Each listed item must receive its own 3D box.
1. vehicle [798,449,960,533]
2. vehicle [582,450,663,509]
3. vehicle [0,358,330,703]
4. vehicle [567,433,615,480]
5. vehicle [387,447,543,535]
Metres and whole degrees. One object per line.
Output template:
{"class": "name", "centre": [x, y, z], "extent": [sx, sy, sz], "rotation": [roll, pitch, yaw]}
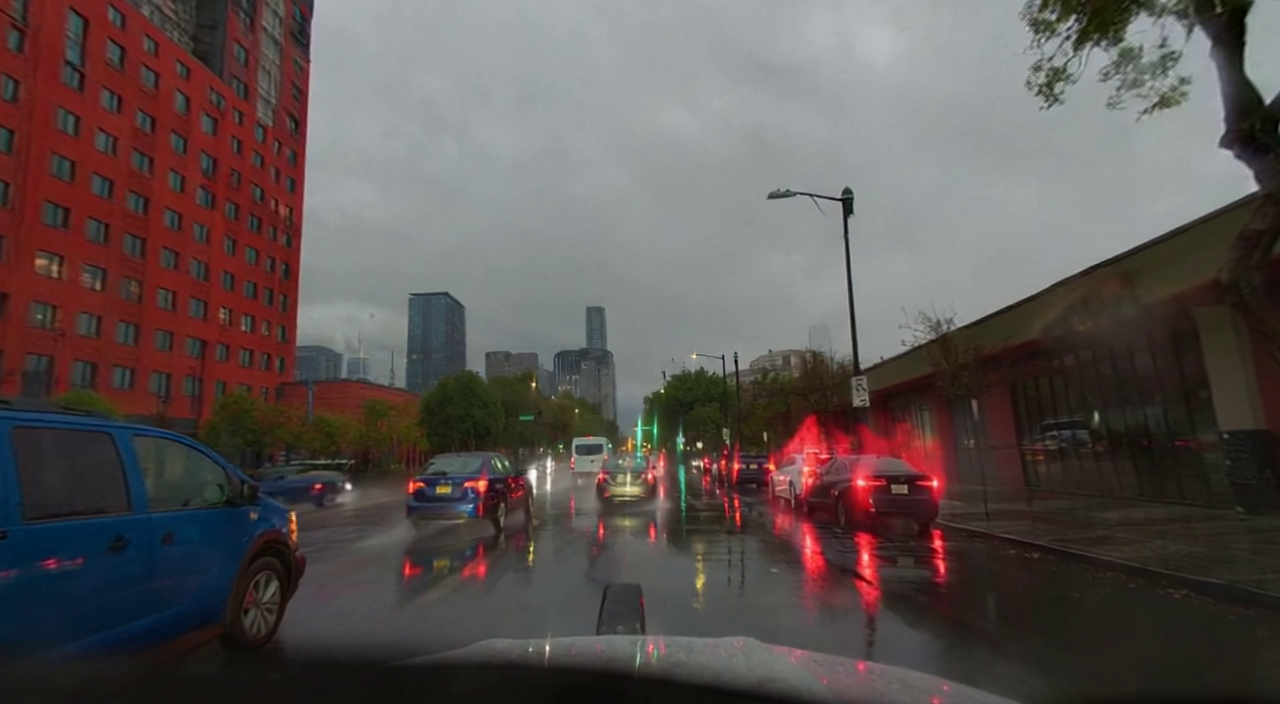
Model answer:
{"class": "vehicle", "centre": [4.898, 2.859, 13.592], "extent": [1.832, 1.491, 4.054], "rotation": [1, -9, -1]}
{"class": "vehicle", "centre": [-0.428, 3.737, 18.930], "extent": [2.152, 1.518, 4.113], "rotation": [0, -9, 1]}
{"class": "vehicle", "centre": [-3.731, 0.957, 2.905], "extent": [2.140, 1.768, 4.685], "rotation": [0, -9, 1]}
{"class": "vehicle", "centre": [-3.285, 7.210, 43.790], "extent": [2.609, 2.932, 6.810], "rotation": [0, -9, 1]}
{"class": "vehicle", "centre": [-3.505, 2.843, 13.595], "extent": [1.995, 1.554, 4.426], "rotation": [0, -9, 1]}
